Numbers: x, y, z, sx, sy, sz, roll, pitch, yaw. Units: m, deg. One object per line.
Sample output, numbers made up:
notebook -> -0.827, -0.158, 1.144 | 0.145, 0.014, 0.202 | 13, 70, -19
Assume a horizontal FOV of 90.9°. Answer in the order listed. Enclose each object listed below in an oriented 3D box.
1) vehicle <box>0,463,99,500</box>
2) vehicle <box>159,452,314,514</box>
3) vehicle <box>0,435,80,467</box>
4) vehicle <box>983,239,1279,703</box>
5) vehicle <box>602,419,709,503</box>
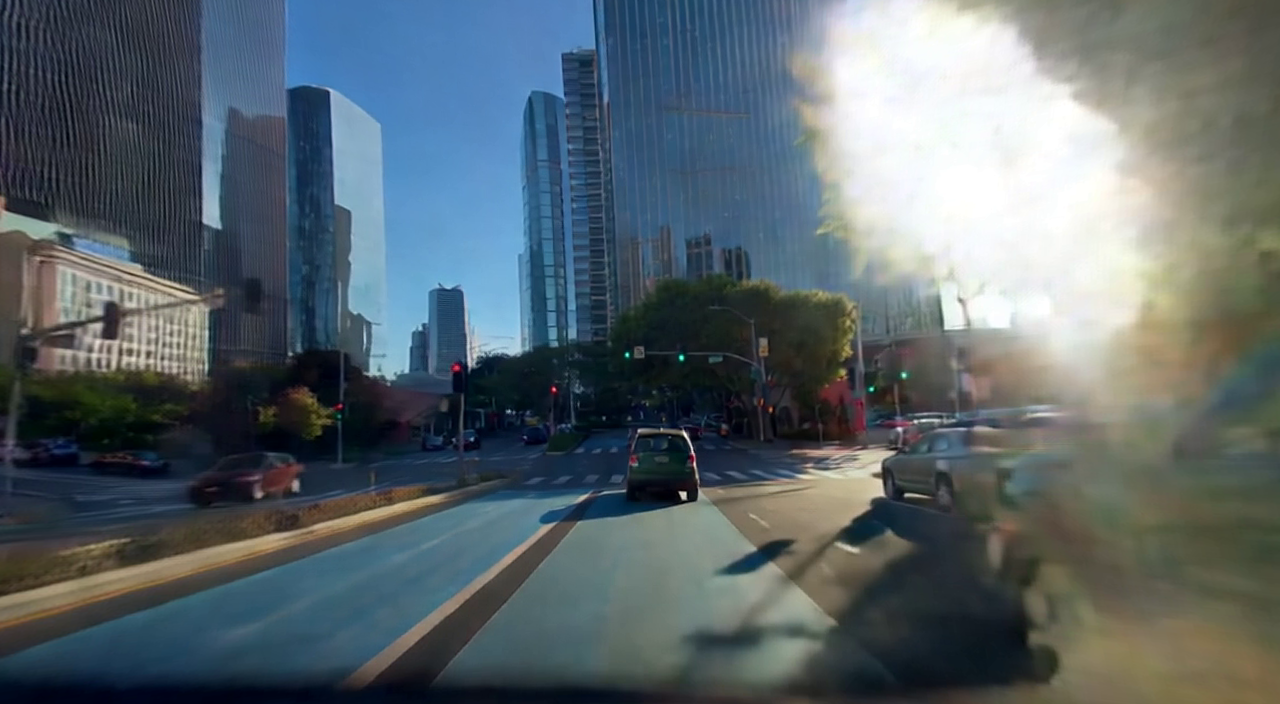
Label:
vehicle -> -28.066, 5.942, 29.033 | 4.478, 1.578, 1.890 | 0, -9, 1
vehicle -> -13.334, 4.299, 21.309 | 2.025, 1.785, 4.845 | 0, -9, 0
vehicle -> -36.449, 5.899, 37.597 | 1.966, 1.807, 4.441 | 0, -9, -1
vehicle -> 3.347, 0.426, 0.546 | 2.487, 2.048, 6.443 | 0, -9, 0
vehicle -> 0.353, 2.654, 15.671 | 2.283, 1.773, 4.255 | 0, -9, 1
